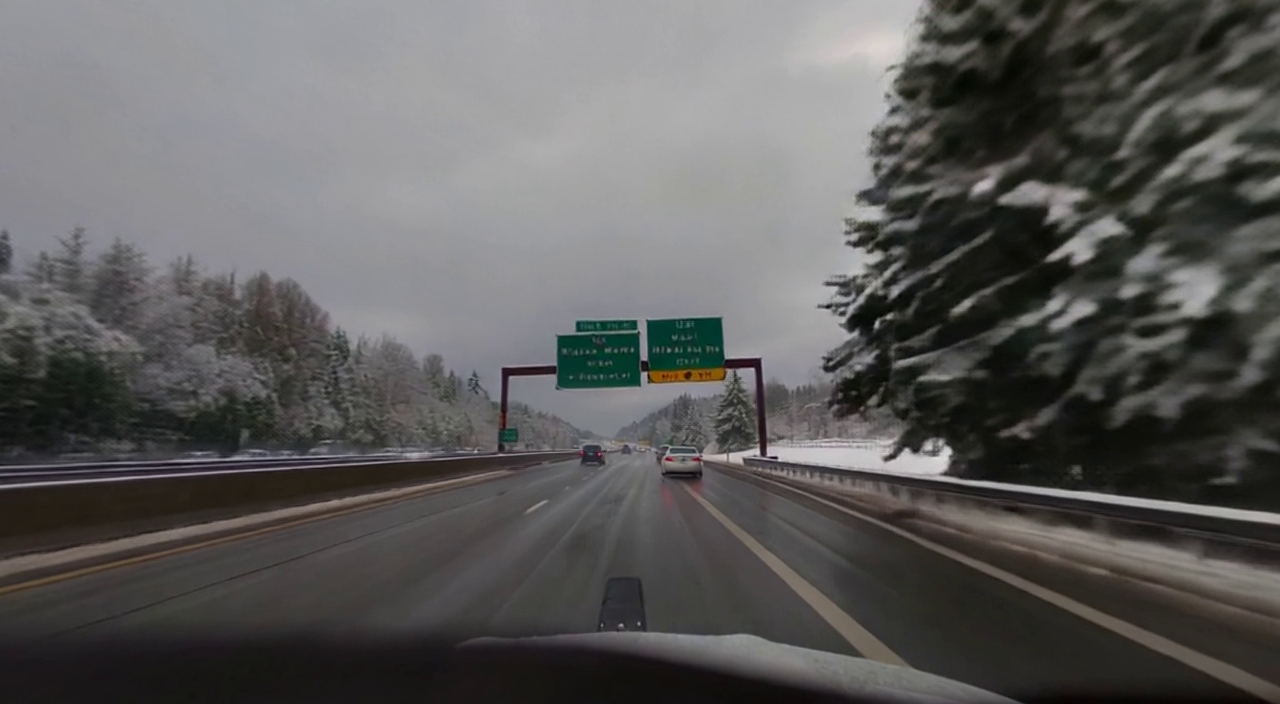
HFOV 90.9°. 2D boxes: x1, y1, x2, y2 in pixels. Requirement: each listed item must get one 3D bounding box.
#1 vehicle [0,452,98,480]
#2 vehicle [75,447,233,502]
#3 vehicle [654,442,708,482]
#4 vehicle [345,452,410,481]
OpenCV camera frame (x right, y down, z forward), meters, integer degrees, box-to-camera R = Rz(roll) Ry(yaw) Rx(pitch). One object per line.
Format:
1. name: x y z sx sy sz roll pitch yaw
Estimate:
1. vehicle: -33.464 6.430 35.678 1.849 1.454 4.253 0 -9 -3
2. vehicle: -16.443 4.128 21.686 1.949 1.656 4.285 0 -9 0
3. vehicle: 1.568 4.352 25.168 1.960 1.456 3.818 0 -9 1
4. vehicle: -13.752 5.994 33.285 1.824 1.440 3.956 0 -9 -1
